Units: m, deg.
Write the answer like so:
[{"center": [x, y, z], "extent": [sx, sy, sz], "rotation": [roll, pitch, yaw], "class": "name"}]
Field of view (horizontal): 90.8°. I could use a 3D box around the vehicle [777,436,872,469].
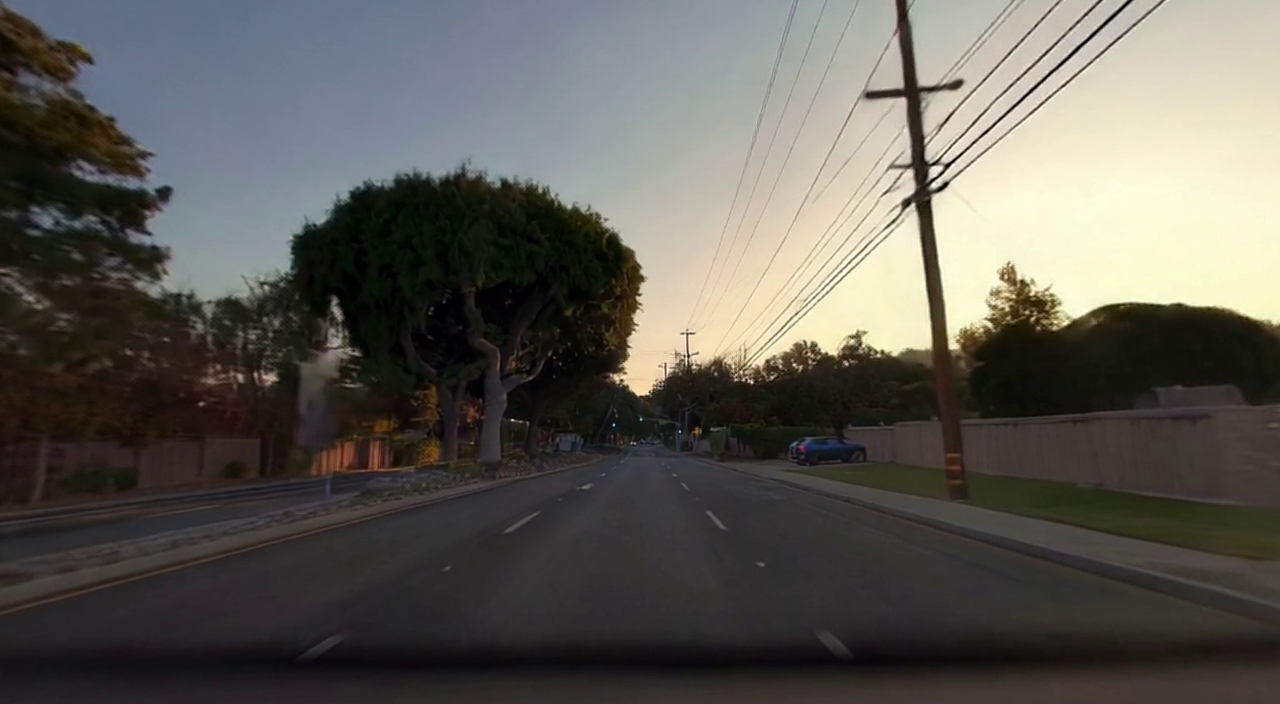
[{"center": [9.778, 5.350, 33.695], "extent": [4.387, 1.680, 1.958], "rotation": [1, -9, -4], "class": "vehicle"}]
